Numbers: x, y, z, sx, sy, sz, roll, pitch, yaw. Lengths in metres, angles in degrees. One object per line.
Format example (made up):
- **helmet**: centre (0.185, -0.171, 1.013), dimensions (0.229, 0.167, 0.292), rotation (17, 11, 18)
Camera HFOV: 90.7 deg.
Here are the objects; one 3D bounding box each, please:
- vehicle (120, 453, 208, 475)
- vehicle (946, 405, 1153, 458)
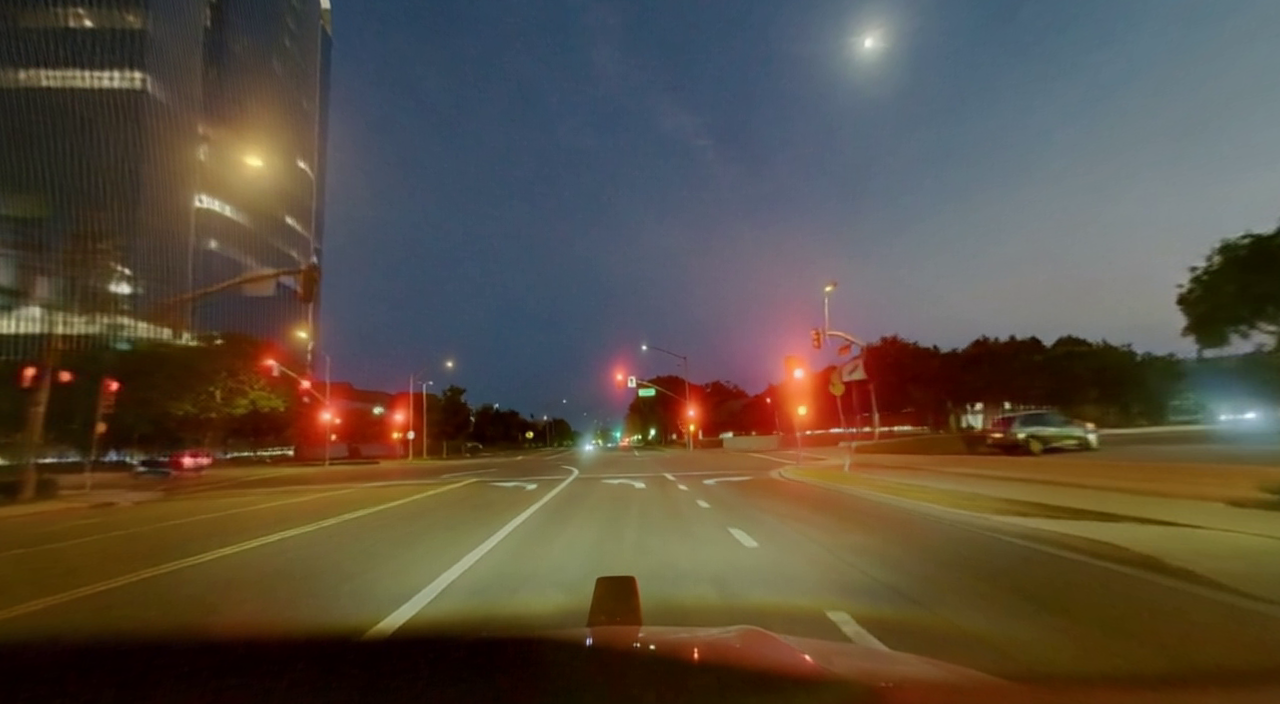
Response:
- **vehicle**: centre (-34.546, 8.140, 46.007), dimensions (4.660, 1.478, 2.007), rotation (0, -8, -3)
- **vehicle**: centre (11.882, 2.354, 18.632), dimensions (4.670, 1.476, 2.042), rotation (0, -8, -1)
